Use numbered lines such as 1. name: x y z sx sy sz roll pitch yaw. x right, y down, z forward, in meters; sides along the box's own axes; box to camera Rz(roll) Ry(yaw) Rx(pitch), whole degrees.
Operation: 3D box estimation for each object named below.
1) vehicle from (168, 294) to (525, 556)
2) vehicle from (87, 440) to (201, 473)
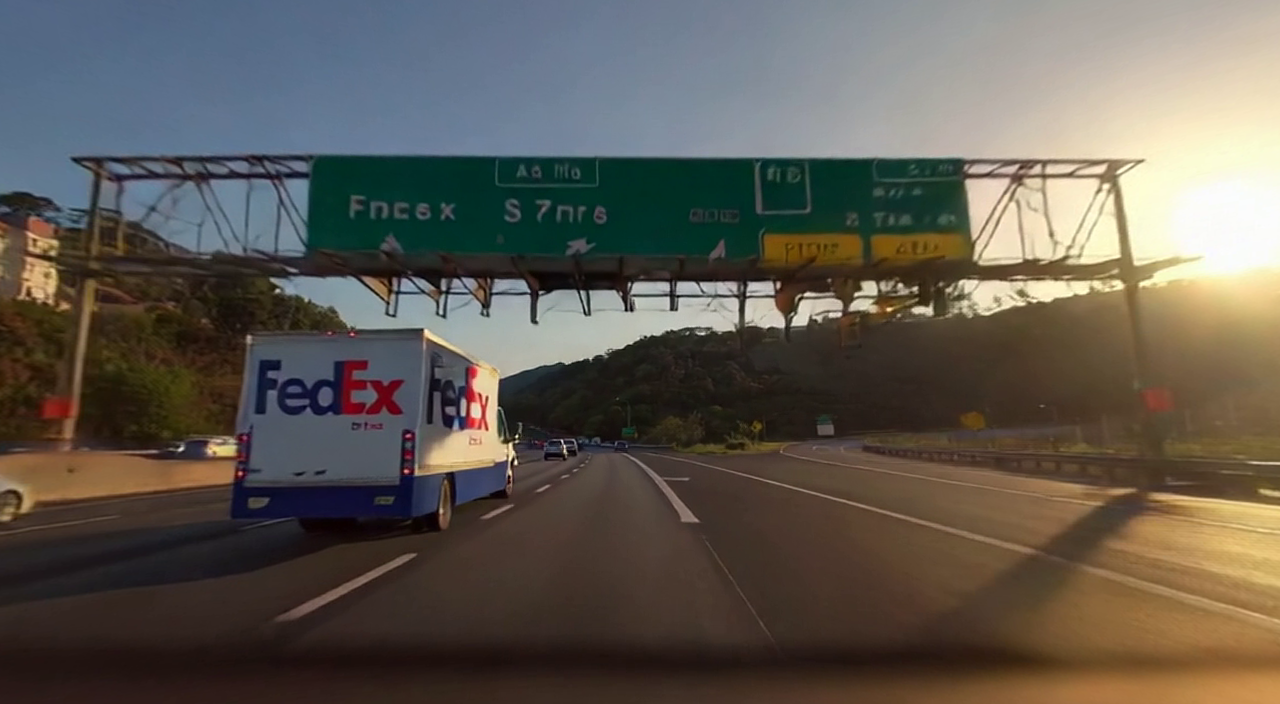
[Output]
1. vehicle: -4.242 1.400 11.520 2.798 3.212 7.573 0 -8 0
2. vehicle: -24.044 5.069 30.840 1.870 1.466 4.679 0 -8 -1
